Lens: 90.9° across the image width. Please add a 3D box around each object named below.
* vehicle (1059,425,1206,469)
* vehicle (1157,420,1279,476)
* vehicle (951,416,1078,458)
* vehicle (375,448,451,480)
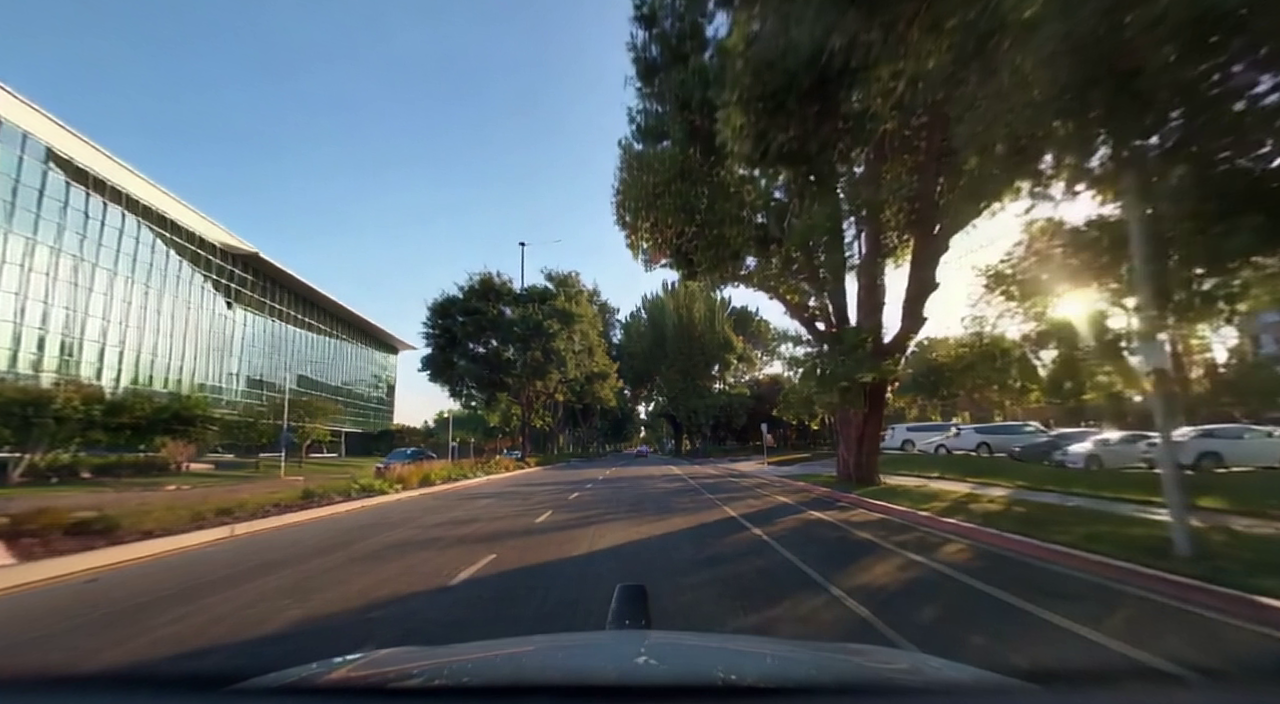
[{"bbox_3d":[16.389,3.180,21.092,3.410,1.368,1.789,0,-9,-4],"label":"vehicle"},{"bbox_3d":[16.094,2.499,16.647,3.313,1.368,1.690,-1,-7,1],"label":"vehicle"},{"bbox_3d":[15.389,3.507,26.042,3.935,1.487,2.018,-2,-7,-2],"label":"vehicle"},{"bbox_3d":[-11.949,5.916,33.604,2.128,1.514,4.784,-1,-9,2],"label":"vehicle"}]
